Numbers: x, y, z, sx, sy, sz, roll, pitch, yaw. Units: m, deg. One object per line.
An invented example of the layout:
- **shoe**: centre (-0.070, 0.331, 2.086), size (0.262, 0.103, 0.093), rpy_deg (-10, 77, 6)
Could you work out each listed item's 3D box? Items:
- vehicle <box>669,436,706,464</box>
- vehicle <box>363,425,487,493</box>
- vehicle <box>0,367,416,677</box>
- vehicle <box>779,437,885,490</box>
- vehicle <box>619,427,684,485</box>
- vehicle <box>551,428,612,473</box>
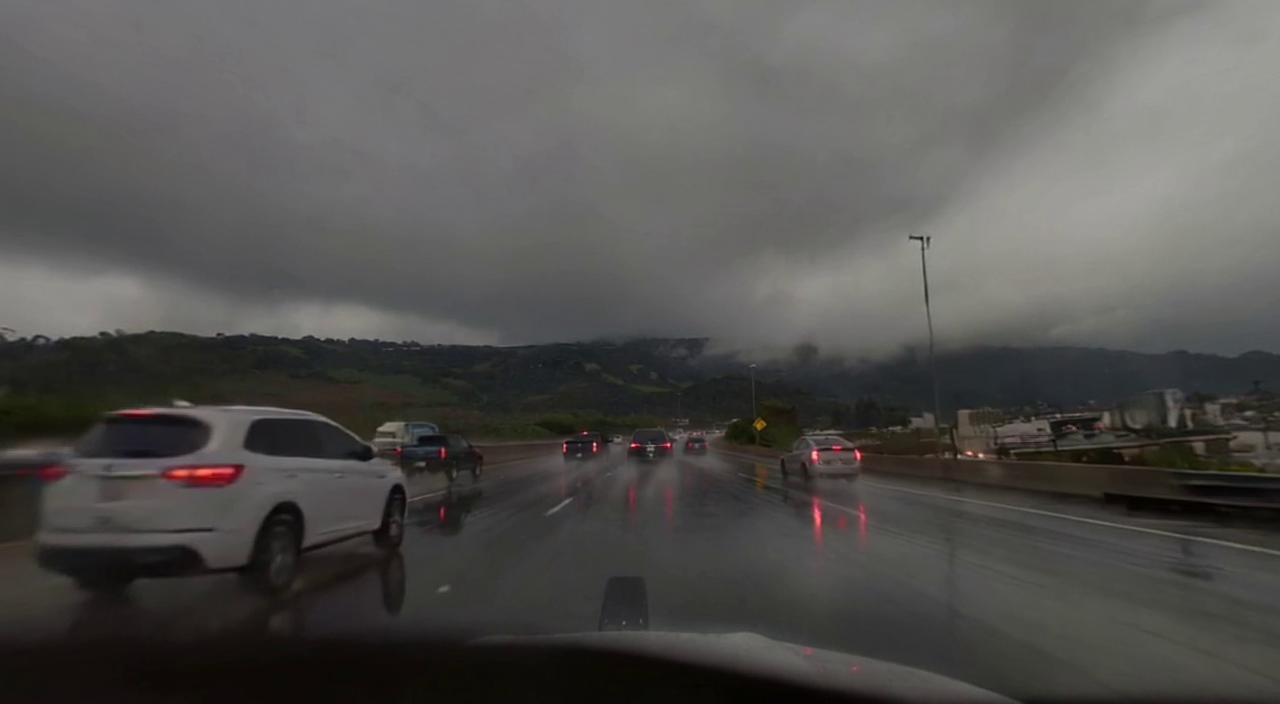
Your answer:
- **vehicle**: centre (3.093, 6.483, 41.874), size (2.067, 1.775, 4.372), rpy_deg (0, -8, -1)
- **vehicle**: centre (-6.364, 3.218, 19.345), size (2.036, 1.813, 4.564), rpy_deg (-1, -8, 2)
- **vehicle**: centre (-4.190, 1.347, 6.234), size (2.160, 1.799, 5.001), rpy_deg (0, -8, -1)
- **vehicle**: centre (5.950, 3.497, 20.163), size (1.998, 1.456, 4.338), rpy_deg (0, -8, 0)
- **vehicle**: centre (0.419, 3.594, 22.082), size (2.052, 1.808, 3.898), rpy_deg (-1, -8, 2)
- **vehicle**: centre (-2.731, 4.811, 30.968), size (2.316, 1.999, 5.765), rpy_deg (0, -8, 1)
